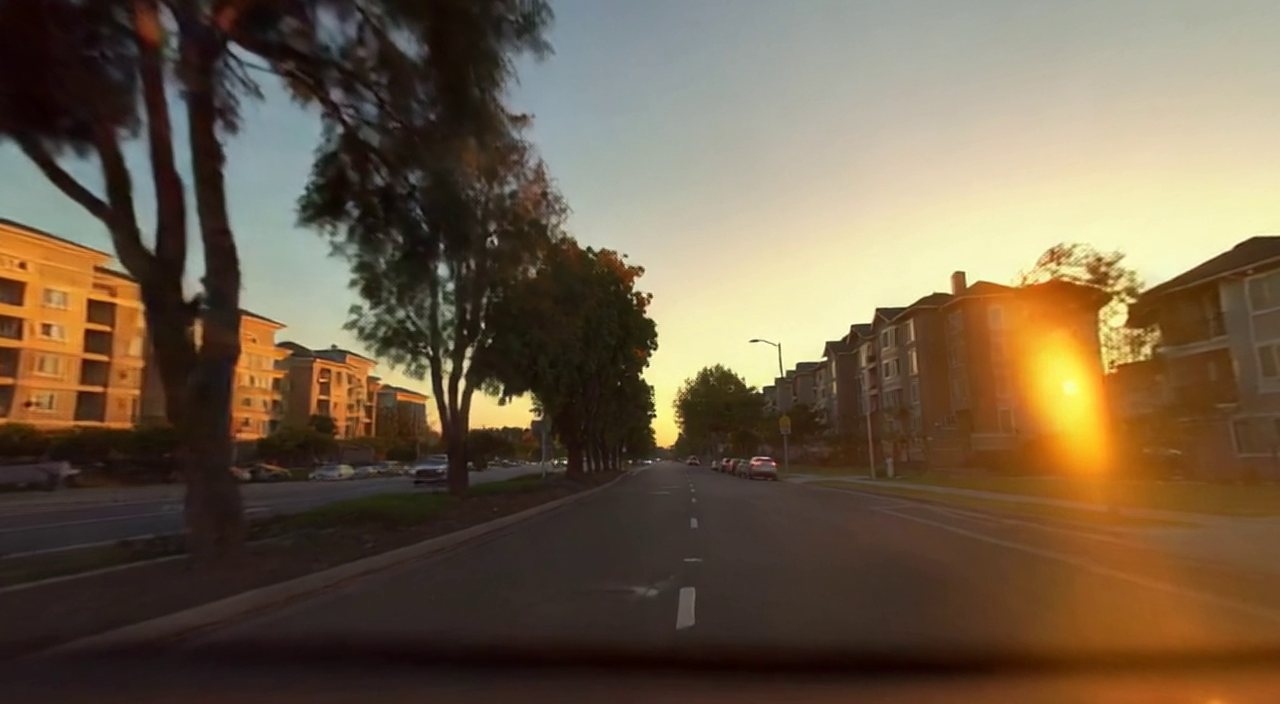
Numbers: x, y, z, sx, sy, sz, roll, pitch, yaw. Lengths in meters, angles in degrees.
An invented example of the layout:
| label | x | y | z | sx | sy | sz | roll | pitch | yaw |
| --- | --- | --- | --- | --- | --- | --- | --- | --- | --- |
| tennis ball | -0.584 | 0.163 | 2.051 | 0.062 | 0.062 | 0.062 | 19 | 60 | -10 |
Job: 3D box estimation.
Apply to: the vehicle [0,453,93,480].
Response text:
| label | x | y | z | sx | sy | sz | roll | pitch | yaw |
| --- | --- | --- | --- | --- | --- | --- | --- | --- | --- |
| vehicle | -38.048 | 7.332 | 40.351 | 4.334 | 1.686 | 1.925 | -2 | -9 | 9 |

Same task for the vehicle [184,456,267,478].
| label | x | y | z | sx | sy | sz | roll | pitch | yaw |
| --- | --- | --- | --- | --- | --- | --- | --- | --- | --- |
| vehicle | -31.193 | 8.628 | 47.397 | 4.818 | 1.567 | 2.023 | 8 | -13 | -42 |

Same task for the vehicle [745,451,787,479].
| label | x | y | z | sx | sy | sz | roll | pitch | yaw |
| --- | --- | --- | --- | --- | --- | --- | --- | --- | --- |
| vehicle | 9.071 | 8.155 | 45.763 | 2.241 | 1.877 | 4.810 | -1 | -9 | 2 |
